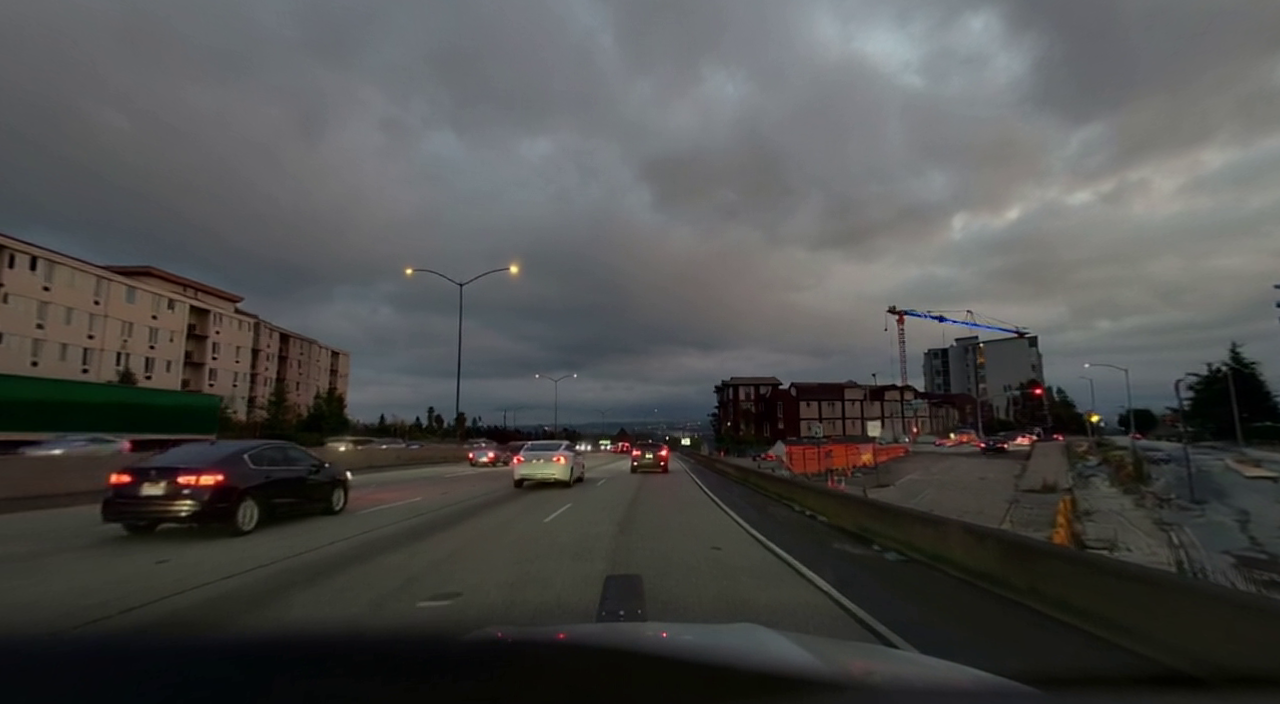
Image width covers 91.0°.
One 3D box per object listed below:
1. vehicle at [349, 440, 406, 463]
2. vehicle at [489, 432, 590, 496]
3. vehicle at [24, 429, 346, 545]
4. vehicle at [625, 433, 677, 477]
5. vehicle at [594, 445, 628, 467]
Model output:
[{"bbox_3d":[-18.645,7.098,45.004,1.838,1.515,4.705,0,-8,3],"label":"vehicle"},{"bbox_3d":[-2.860,3.317,19.035,2.109,1.657,4.554,0,-8,2],"label":"vehicle"},{"bbox_3d":[-6.996,2.092,10.490,1.959,1.486,4.460,0,-8,1],"label":"vehicle"},{"bbox_3d":[0.531,4.522,27.908,2.116,1.763,4.352,0,-8,2],"label":"vehicle"},{"bbox_3d":[-2.033,7.501,45.808,2.029,1.497,3.960,0,-8,4],"label":"vehicle"}]
